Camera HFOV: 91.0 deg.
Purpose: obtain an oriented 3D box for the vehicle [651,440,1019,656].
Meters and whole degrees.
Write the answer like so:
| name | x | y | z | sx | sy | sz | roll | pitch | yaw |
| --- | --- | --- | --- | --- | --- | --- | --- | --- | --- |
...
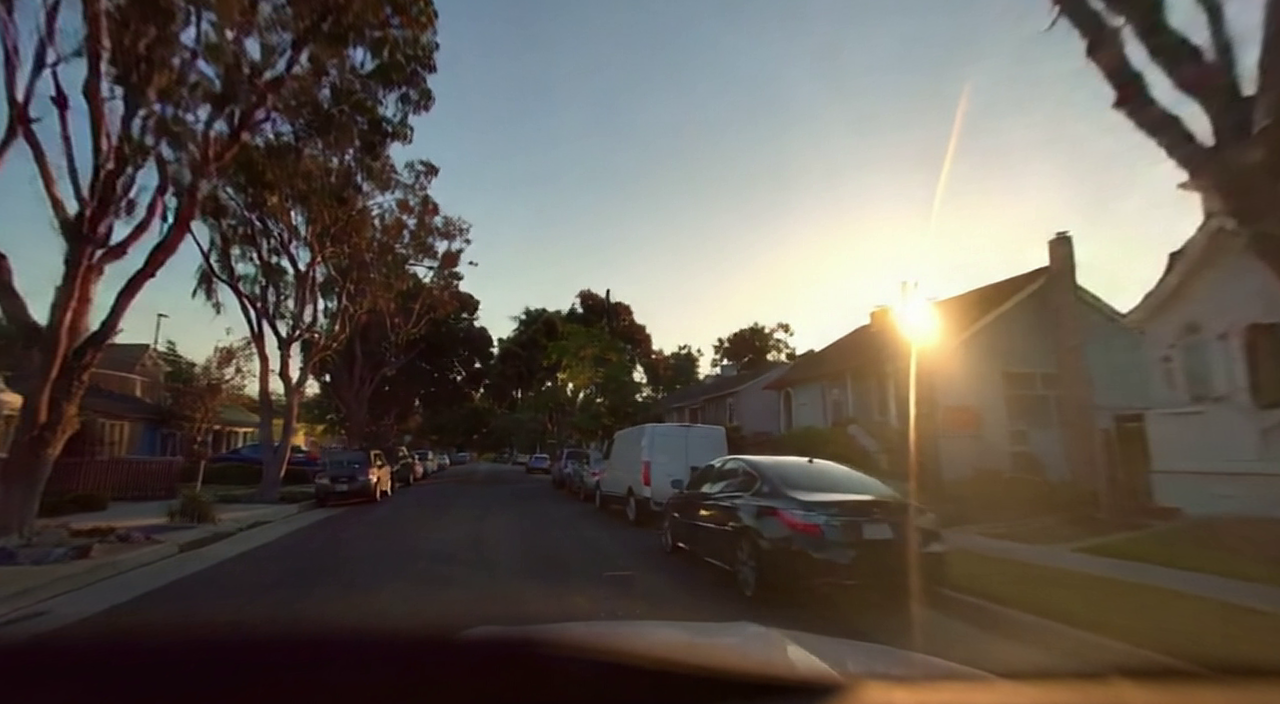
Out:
| name | x | y | z | sx | sy | sz | roll | pitch | yaw |
| --- | --- | --- | --- | --- | --- | --- | --- | --- | --- |
| vehicle | 1.600 | 1.770 | 7.048 | 1.828 | 1.442 | 4.476 | 2 | -7 | -14 |

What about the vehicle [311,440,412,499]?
| name | x | y | z | sx | sy | sz | roll | pitch | yaw |
| --- | --- | --- | --- | --- | --- | --- | --- | --- | --- |
| vehicle | -8.415 | 3.531 | 19.482 | 1.908 | 1.493 | 4.806 | 5 | -9 | -13 |

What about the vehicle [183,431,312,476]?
| name | x | y | z | sx | sy | sz | roll | pitch | yaw |
| --- | --- | --- | --- | --- | --- | --- | --- | --- | --- |
| vehicle | -16.387 | 4.211 | 26.491 | 4.153 | 1.550 | 2.029 | 1 | -2 | -14 |

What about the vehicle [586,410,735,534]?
| name | x | y | z | sx | sy | sz | roll | pitch | yaw |
| --- | --- | --- | --- | --- | --- | --- | --- | --- | --- |
| vehicle | 0.181 | 2.390 | 13.630 | 1.993 | 2.129 | 4.893 | 1 | -7 | -13 |
